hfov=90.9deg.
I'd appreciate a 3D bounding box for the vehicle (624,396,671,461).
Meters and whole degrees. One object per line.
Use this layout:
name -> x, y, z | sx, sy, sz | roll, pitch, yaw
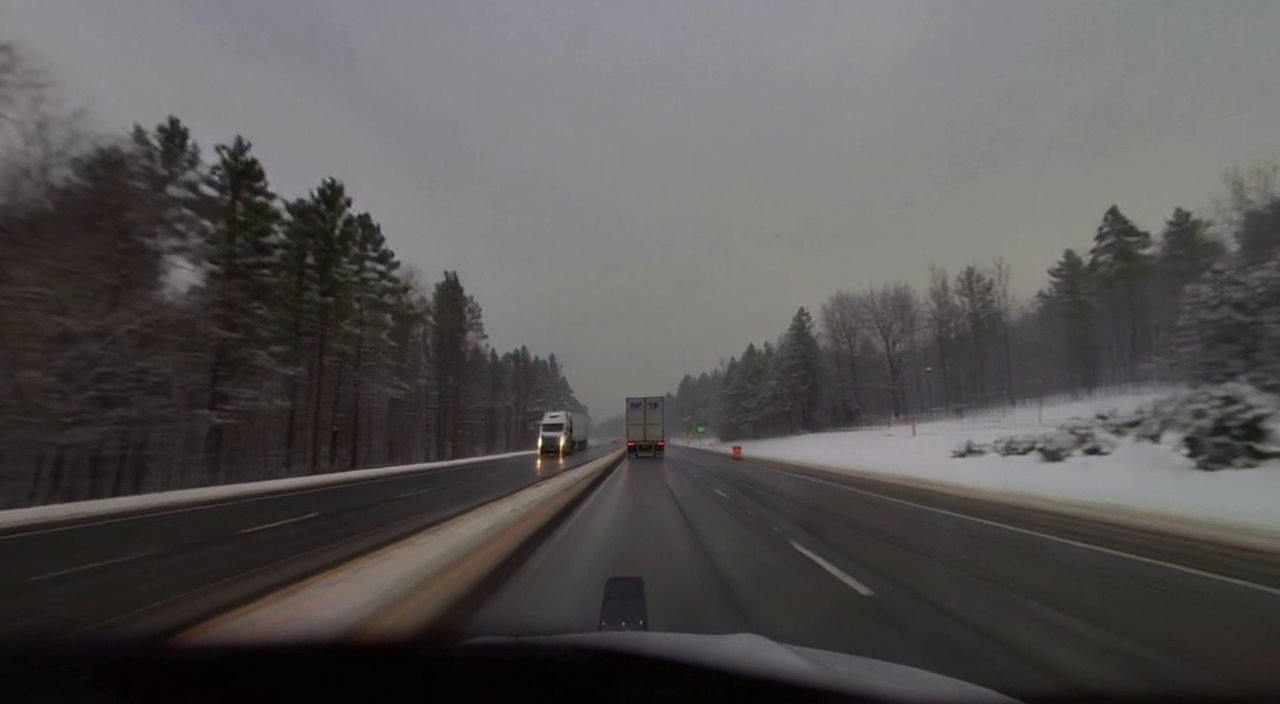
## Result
vehicle -> 0.311, 5.656, 45.526 | 2.935, 4.068, 11.036 | 0, -8, -2
